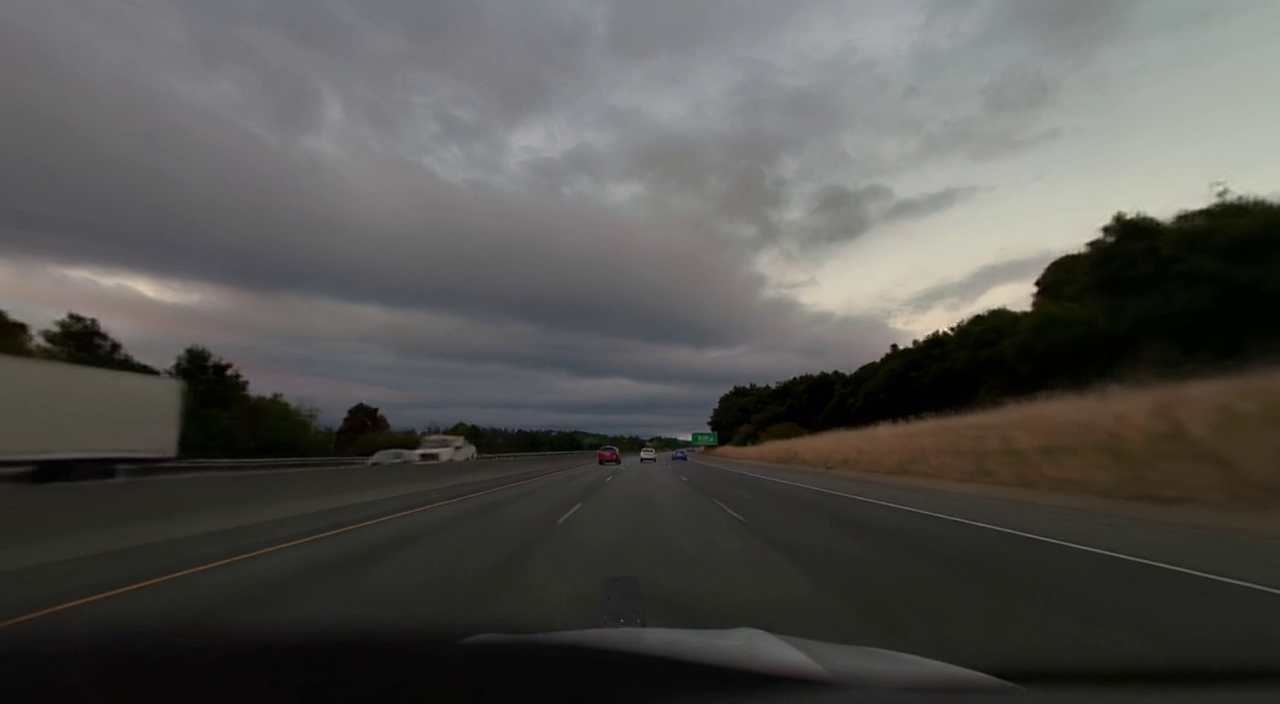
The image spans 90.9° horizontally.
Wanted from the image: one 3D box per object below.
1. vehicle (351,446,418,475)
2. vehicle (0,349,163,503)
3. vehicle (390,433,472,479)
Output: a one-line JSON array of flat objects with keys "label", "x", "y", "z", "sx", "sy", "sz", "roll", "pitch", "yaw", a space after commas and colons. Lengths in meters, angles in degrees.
[{"label": "vehicle", "x": -15.014, "y": 6.397, "z": 37.338, "sx": 2.001, "sy": 1.634, "sz": 4.519, "roll": 0, "pitch": -9, "yaw": 1}, {"label": "vehicle", "x": -18.791, "y": 1.761, "z": 15.476, "sx": 2.883, "sy": 4.113, "sz": 14.175, "roll": 0, "pitch": -9, "yaw": 1}, {"label": "vehicle", "x": -11.159, "y": 5.608, "z": 34.218, "sx": 2.570, "sy": 2.297, "sz": 5.211, "roll": 0, "pitch": -9, "yaw": 1}]
